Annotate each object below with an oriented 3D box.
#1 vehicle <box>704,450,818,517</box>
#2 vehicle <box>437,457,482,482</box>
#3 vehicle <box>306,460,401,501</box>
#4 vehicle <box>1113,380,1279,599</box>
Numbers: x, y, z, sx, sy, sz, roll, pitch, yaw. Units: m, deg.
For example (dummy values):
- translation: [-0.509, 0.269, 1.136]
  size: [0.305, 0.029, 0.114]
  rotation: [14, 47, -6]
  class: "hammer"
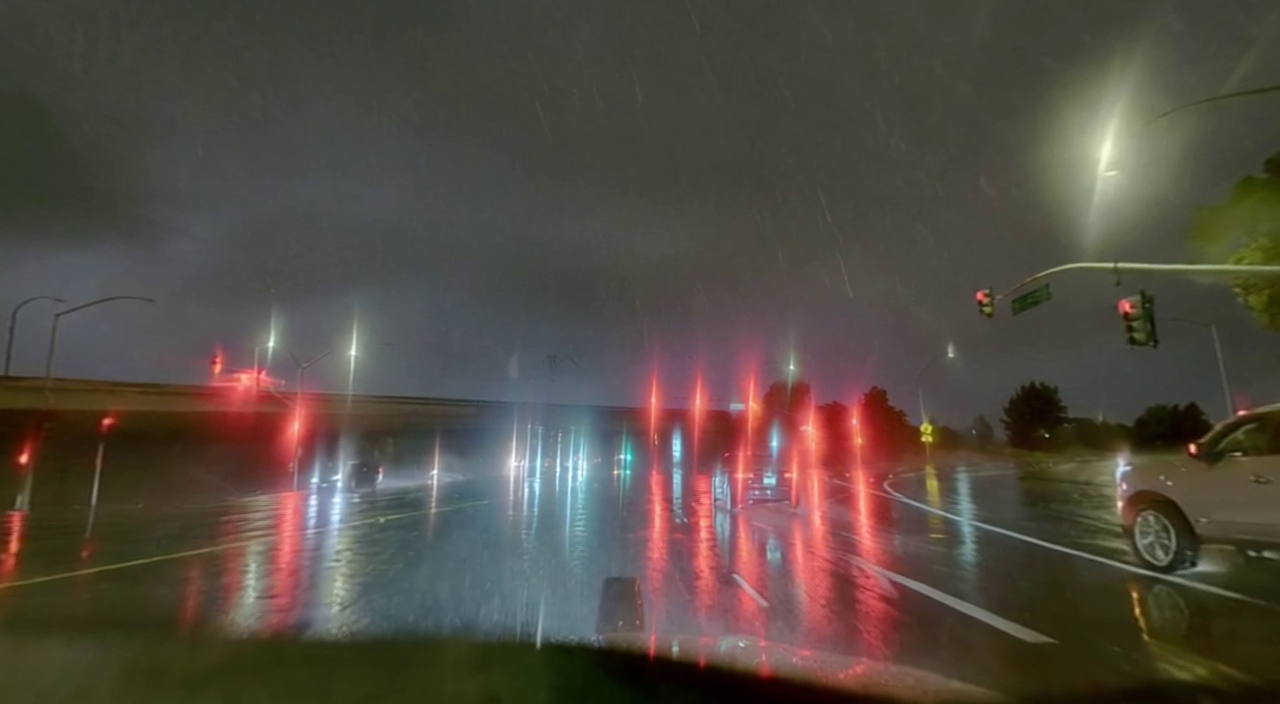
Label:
- translation: [2.867, 3.225, 16.110]
  size: [1.909, 1.425, 4.521]
  rotation: [0, -9, -1]
  class: "vehicle"
- translation: [-13.775, 8.973, 48.539]
  size: [2.201, 1.716, 4.830]
  rotation: [-2, -9, -2]
  class: "vehicle"
- translation: [-13.078, 5.850, 29.251]
  size: [2.126, 1.506, 5.411]
  rotation: [-3, -9, -3]
  class: "vehicle"
- translation: [6.400, 1.051, 4.637]
  size: [2.007, 1.828, 4.896]
  rotation: [0, -9, 0]
  class: "vehicle"
